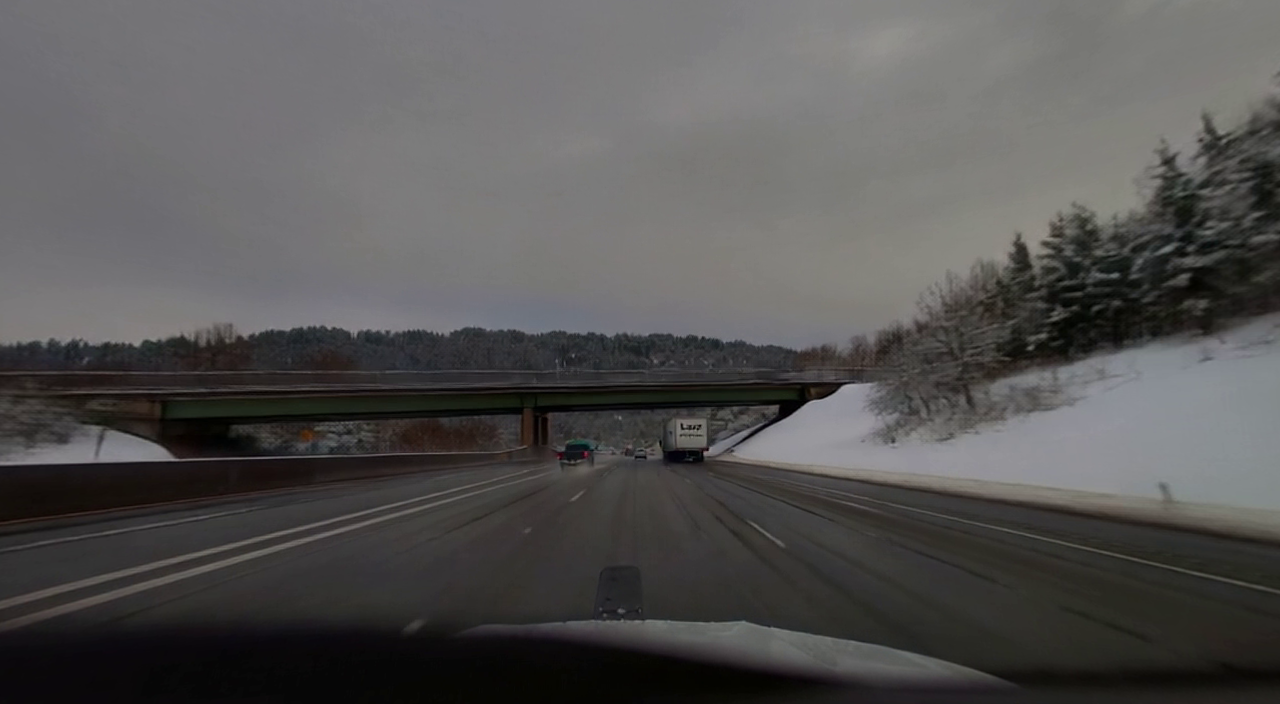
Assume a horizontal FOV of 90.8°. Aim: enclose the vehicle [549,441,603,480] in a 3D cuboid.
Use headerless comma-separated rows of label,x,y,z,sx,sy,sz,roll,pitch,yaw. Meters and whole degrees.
vehicle,-2.925,5.084,29.717,2.052,1.654,4.303,0,-9,1
